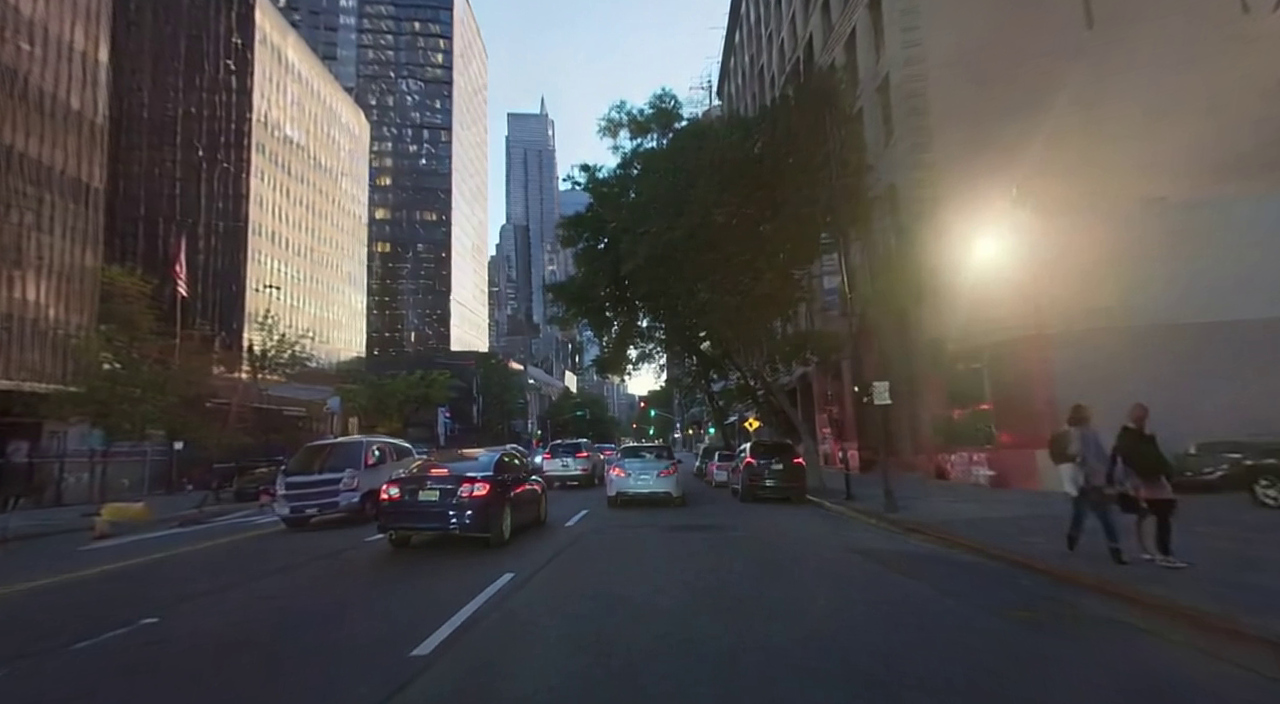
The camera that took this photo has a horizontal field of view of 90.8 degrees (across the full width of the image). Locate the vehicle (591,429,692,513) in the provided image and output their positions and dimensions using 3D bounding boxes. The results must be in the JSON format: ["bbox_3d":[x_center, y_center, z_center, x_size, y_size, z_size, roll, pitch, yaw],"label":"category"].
[{"bbox_3d":[0.102,2.775,15.210,2.076,1.667,3.948,1,-8,2],"label":"vehicle"}]

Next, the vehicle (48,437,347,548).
[{"bbox_3d":[-8.679,2.757,13.318,2.401,1.765,5.307,2,-8,0],"label":"vehicle"}]

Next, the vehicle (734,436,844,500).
[{"bbox_3d":[3.886,3.068,17.290,2.065,1.461,4.181,1,-8,1],"label":"vehicle"}]

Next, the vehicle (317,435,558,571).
[{"bbox_3d":[-2.528,1.987,9.209,1.940,1.481,4.376,0,-8,2],"label":"vehicle"}]

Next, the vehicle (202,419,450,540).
[{"bbox_3d":[-5.650,2.344,12.335,2.223,1.874,4.749,0,-8,2],"label":"vehicle"}]

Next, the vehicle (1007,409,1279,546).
[{"bbox_3d":[7.722,1.575,8.240,4.586,1.542,1.972,0,-8,1],"label":"vehicle"}]
